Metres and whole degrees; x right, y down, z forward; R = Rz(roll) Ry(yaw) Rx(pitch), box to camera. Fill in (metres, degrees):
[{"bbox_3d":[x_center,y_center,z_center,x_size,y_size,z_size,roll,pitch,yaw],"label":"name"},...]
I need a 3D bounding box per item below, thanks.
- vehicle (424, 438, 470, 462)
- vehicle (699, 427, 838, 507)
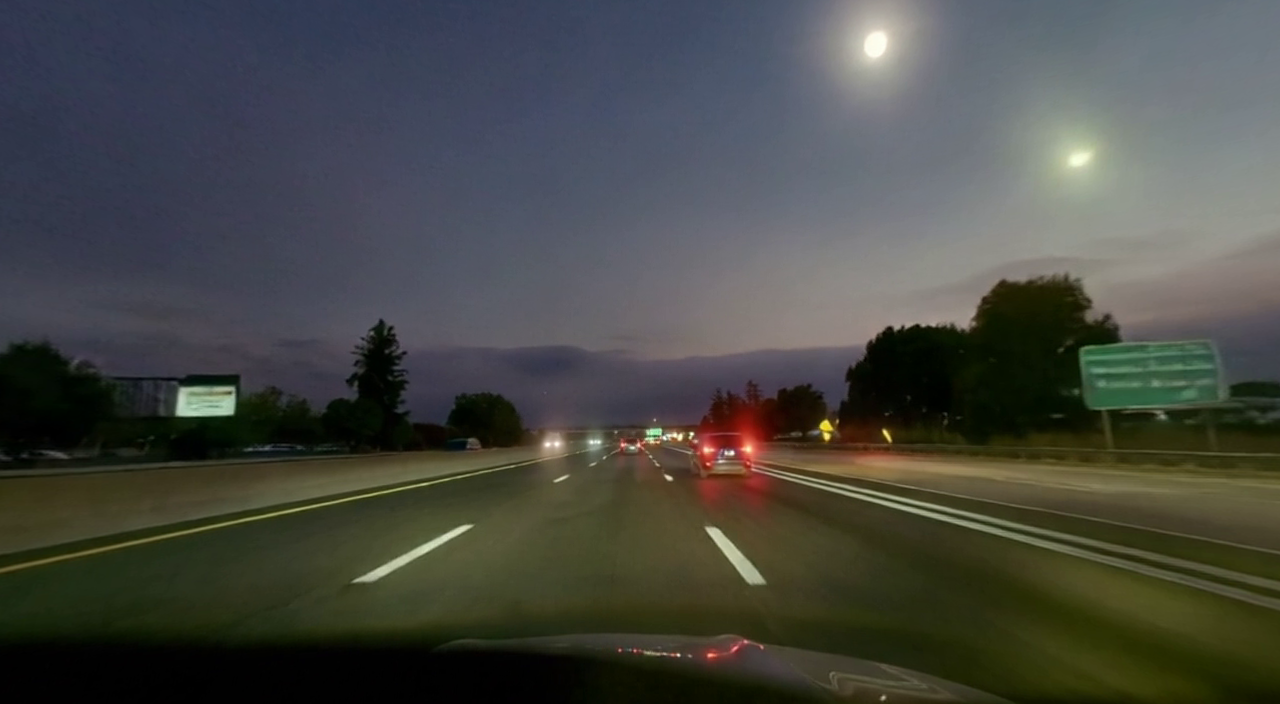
[{"bbox_3d":[-12.374,6.304,40.583,1.835,1.425,3.515,0,-8,1],"label":"vehicle"},{"bbox_3d":[2.895,2.716,15.551,2.240,1.646,4.949,1,-8,-2],"label":"vehicle"}]
